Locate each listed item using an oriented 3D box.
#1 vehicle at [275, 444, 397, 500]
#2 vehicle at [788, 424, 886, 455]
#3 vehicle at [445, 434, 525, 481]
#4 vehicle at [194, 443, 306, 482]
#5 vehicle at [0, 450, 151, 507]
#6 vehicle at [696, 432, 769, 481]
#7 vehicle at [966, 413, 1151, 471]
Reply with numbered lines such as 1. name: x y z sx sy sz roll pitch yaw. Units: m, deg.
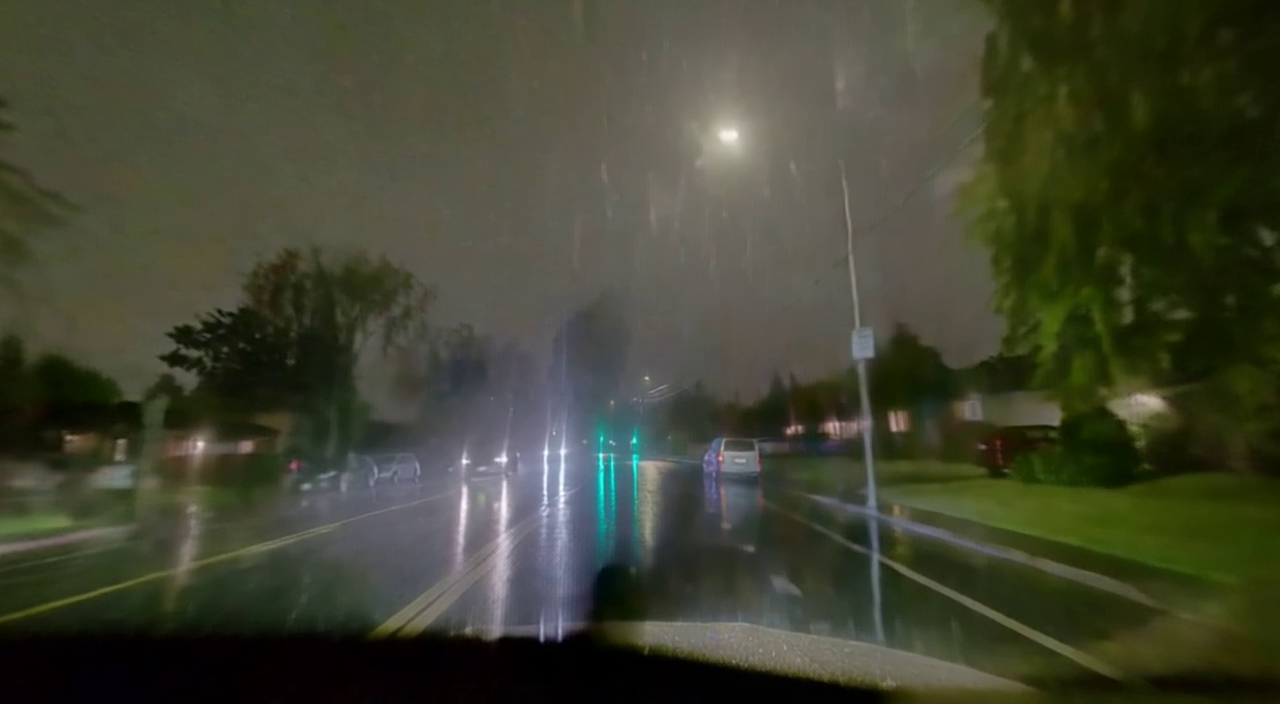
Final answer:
1. vehicle: -11.066 4.359 23.487 2.293 1.836 4.586 0 -8 -1
2. vehicle: 12.620 5.682 40.870 5.437 1.931 2.837 0 -8 1
3. vehicle: -6.686 4.597 27.892 2.294 1.831 5.199 0 -8 -1
4. vehicle: -20.218 5.726 32.887 4.398 1.902 2.043 0 -8 1
5. vehicle: -18.840 4.047 20.515 4.179 1.700 2.105 0 -8 3
6. vehicle: 3.689 4.276 26.263 2.176 1.793 5.534 0 -8 0
7. vehicle: 13.023 2.831 19.900 4.360 1.692 2.011 0 -8 -1
